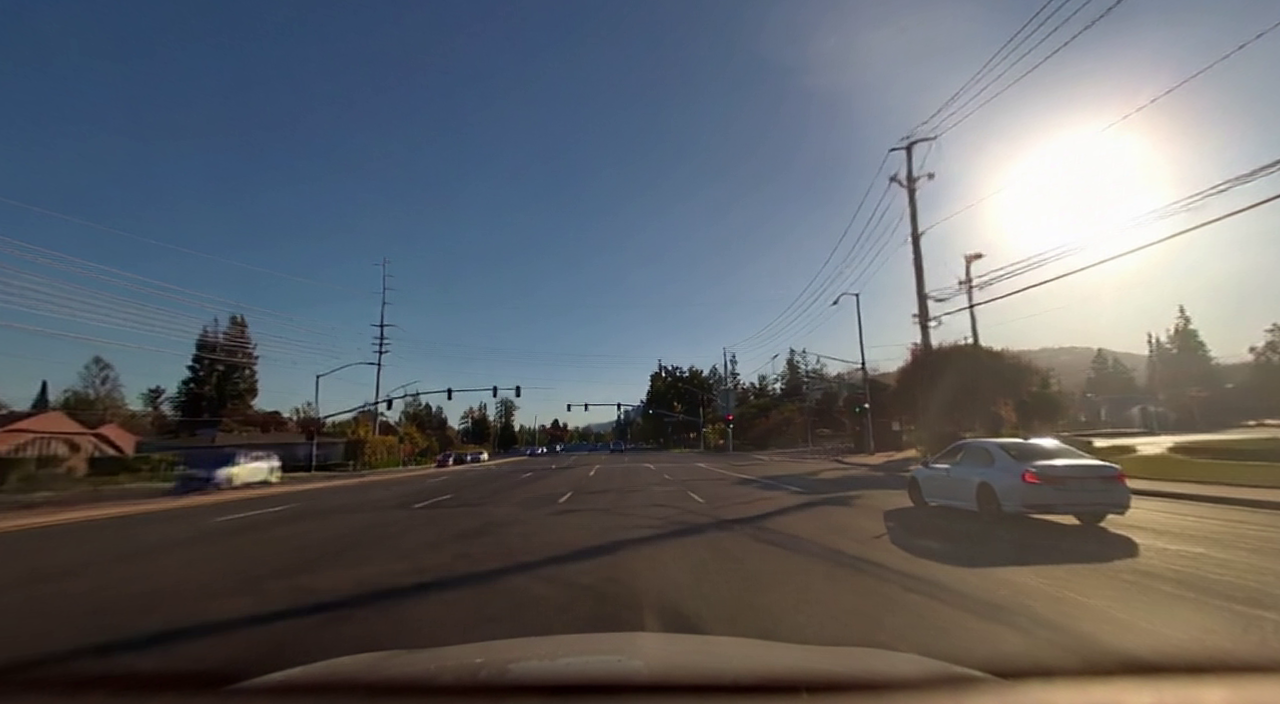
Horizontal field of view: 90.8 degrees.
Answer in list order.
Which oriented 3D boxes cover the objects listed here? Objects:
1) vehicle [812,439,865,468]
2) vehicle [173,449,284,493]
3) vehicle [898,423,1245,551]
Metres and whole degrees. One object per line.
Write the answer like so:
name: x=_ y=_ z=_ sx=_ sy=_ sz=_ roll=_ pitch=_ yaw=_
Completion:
vehicle: x=11.589 y=5.955 z=37.110 sx=1.979 sy=1.581 sz=4.271 roll=-1 pitch=-8 yaw=4
vehicle: x=-18.031 y=5.180 z=27.993 sx=1.982 sy=1.728 sz=4.552 roll=0 pitch=-8 yaw=-2
vehicle: x=6.199 y=1.980 z=10.032 sx=2.113 sy=1.520 sz=4.650 roll=0 pitch=-8 yaw=-2
